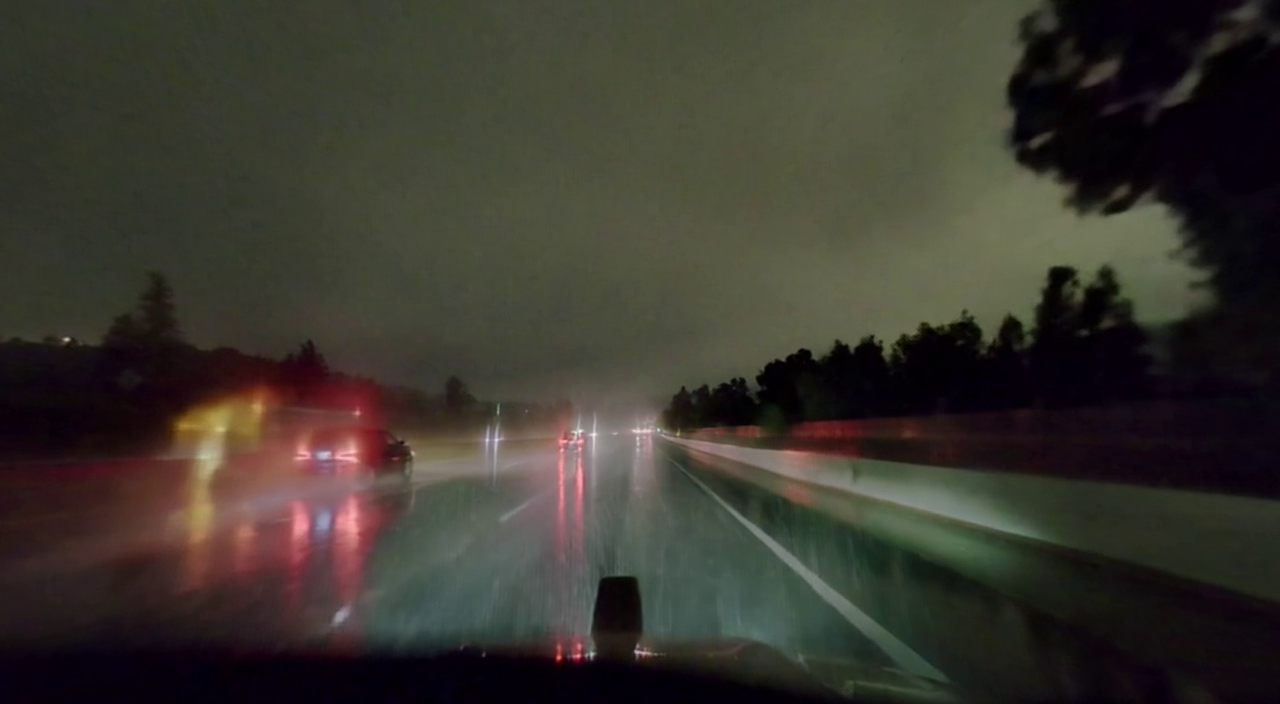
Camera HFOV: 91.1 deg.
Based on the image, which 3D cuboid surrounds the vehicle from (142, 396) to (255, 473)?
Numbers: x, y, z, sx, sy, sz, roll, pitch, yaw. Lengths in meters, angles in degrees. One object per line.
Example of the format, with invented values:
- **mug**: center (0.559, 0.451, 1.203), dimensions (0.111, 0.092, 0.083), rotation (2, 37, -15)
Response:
- **vehicle**: center (-24.960, 4.662, 35.874), dimensions (2.937, 4.060, 4.499), rotation (0, -7, 0)

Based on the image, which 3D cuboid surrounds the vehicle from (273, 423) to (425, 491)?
- **vehicle**: center (-7.862, 2.856, 17.557), dimensions (2.113, 1.632, 4.409), rotation (0, -8, 0)

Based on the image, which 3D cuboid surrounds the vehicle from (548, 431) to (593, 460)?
- **vehicle**: center (-3.940, 5.407, 36.466), dimensions (2.064, 1.571, 4.225), rotation (0, -8, 1)
